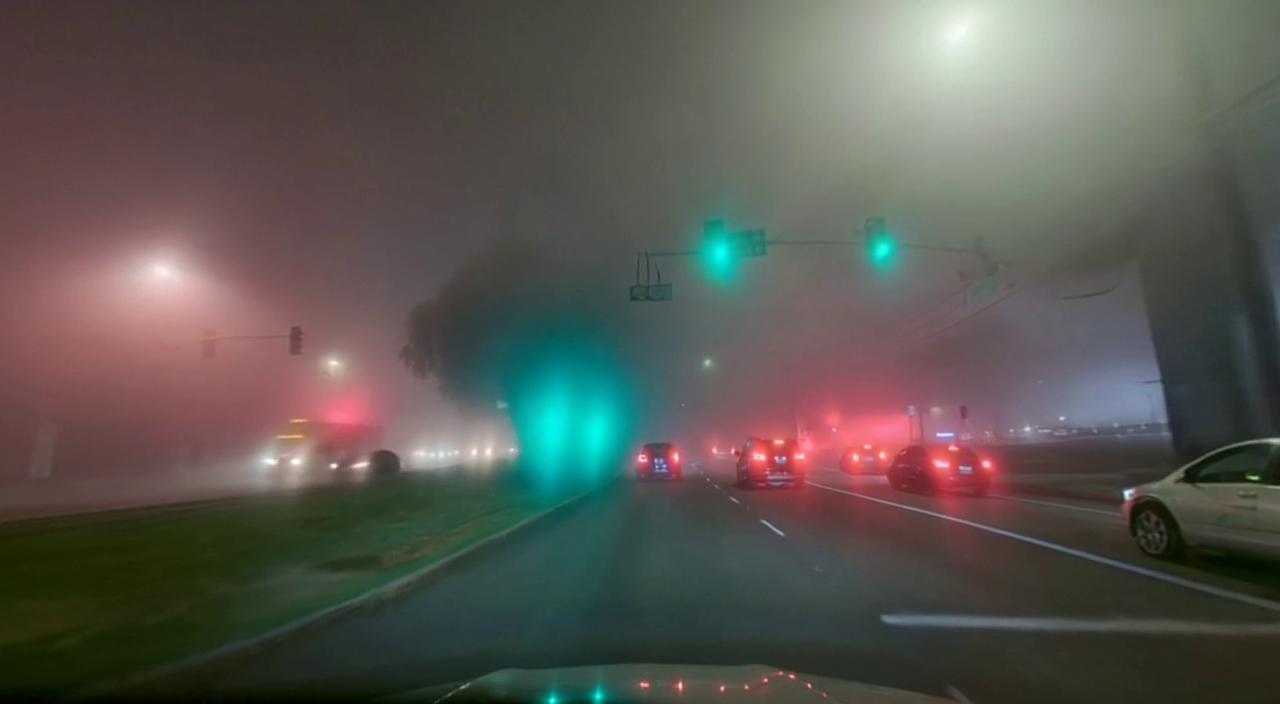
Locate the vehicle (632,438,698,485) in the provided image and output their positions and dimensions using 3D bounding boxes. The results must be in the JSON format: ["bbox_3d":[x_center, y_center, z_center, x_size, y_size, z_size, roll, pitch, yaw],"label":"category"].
[{"bbox_3d":[0.900,3.942,22.996,2.168,1.527,4.174,0,-8,2],"label":"vehicle"}]

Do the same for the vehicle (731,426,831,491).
[{"bbox_3d":[4.333,3.376,20.291,2.119,1.810,4.848,0,-8,0],"label":"vehicle"}]

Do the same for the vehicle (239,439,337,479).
[{"bbox_3d":[-16.900,5.143,30.574,2.052,1.770,4.545,0,-8,0],"label":"vehicle"}]

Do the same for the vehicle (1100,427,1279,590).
[{"bbox_3d":[6.779,1.415,5.687,1.866,1.471,4.478,0,-8,0],"label":"vehicle"}]

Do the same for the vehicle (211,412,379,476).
[{"bbox_3d":[-20.798,5.801,39.638,3.354,3.314,12.985,0,-8,0],"label":"vehicle"}]

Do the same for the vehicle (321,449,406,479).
[{"bbox_3d":[-13.465,5.472,31.047,1.926,1.303,4.686,0,-8,2],"label":"vehicle"}]

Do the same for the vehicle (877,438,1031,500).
[{"bbox_3d":[8.375,3.134,17.376,1.882,1.463,4.543,0,-8,0],"label":"vehicle"}]

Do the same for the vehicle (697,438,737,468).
[{"bbox_3d":[4.487,5.977,37.445,1.896,1.612,4.203,0,-8,1],"label":"vehicle"}]
